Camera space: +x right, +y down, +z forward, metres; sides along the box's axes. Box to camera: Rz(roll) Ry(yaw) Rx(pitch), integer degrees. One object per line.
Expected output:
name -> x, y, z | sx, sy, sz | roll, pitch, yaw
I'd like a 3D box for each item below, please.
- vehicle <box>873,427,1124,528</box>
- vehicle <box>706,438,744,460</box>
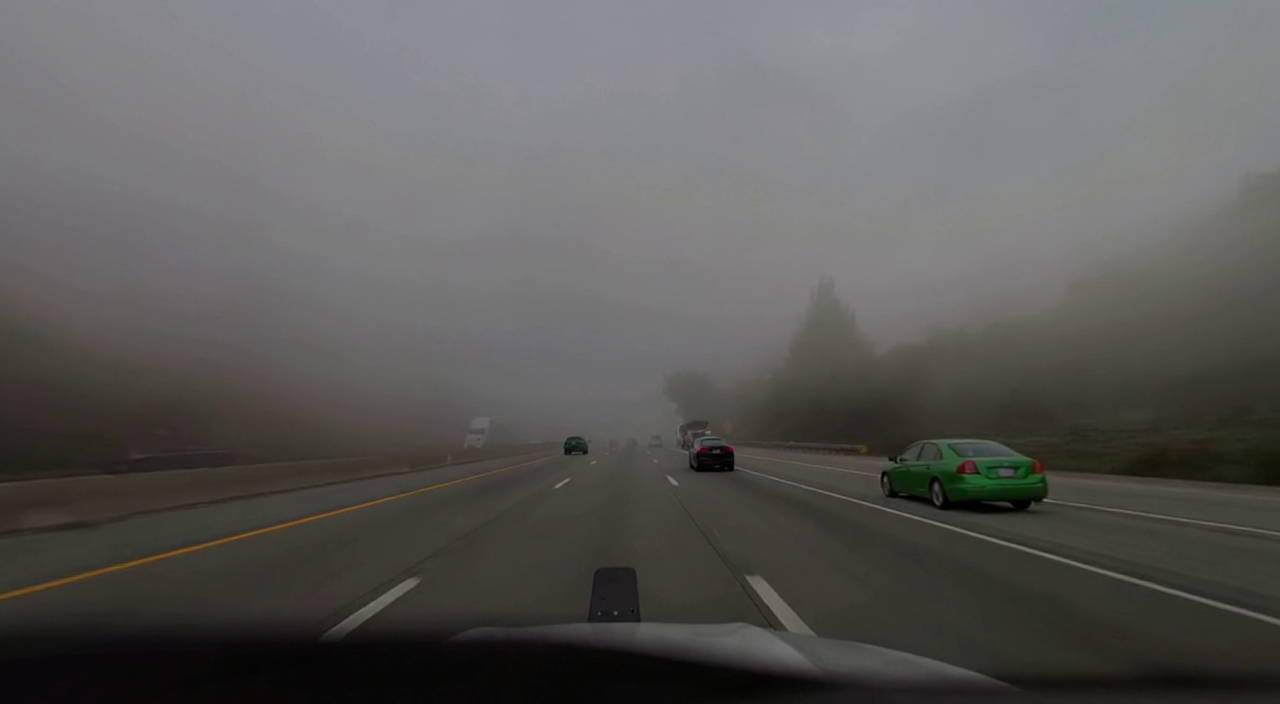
vehicle -> 6.164, 2.170, 11.590 | 2.028, 1.488, 4.236 | 0, -8, -2
vehicle -> 5.708, 6.568, 42.880 | 1.920, 1.436, 3.890 | 0, -8, -2
